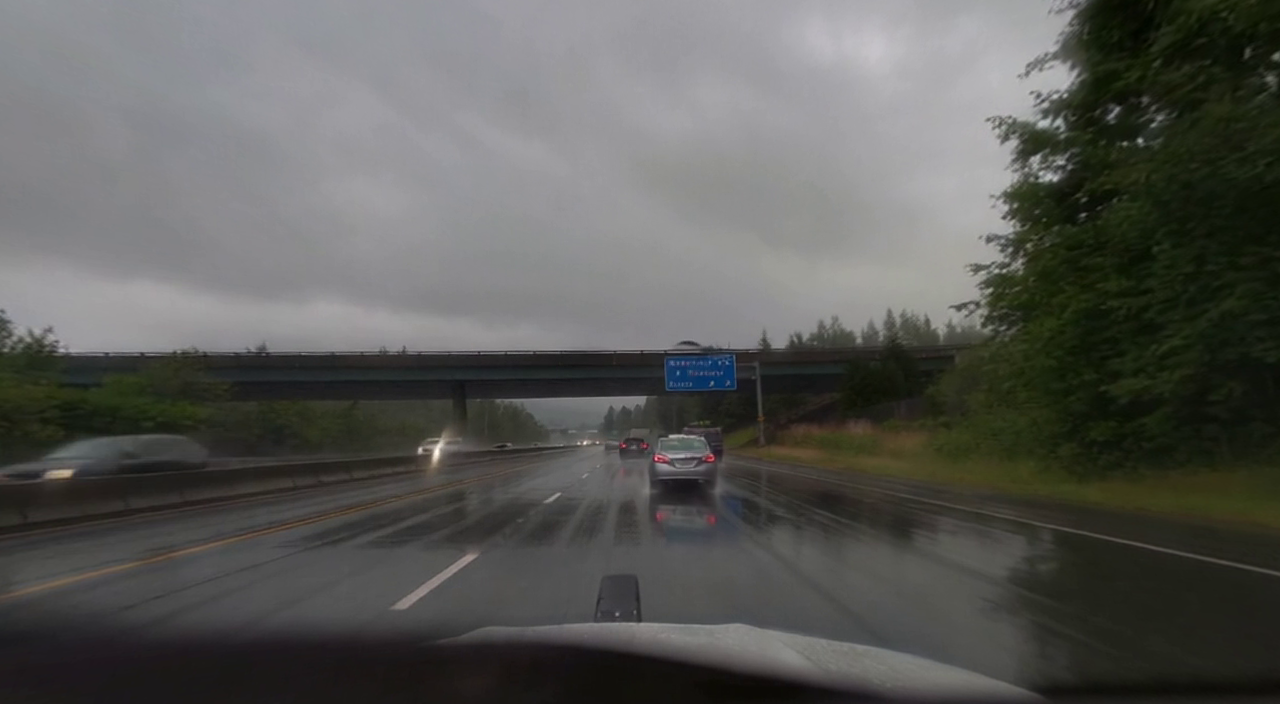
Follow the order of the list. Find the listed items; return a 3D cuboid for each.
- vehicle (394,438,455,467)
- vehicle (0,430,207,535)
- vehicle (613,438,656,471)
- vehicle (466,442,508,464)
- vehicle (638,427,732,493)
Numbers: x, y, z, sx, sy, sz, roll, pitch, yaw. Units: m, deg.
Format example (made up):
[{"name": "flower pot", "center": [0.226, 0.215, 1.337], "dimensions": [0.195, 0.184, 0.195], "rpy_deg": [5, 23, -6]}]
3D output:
[{"name": "vehicle", "center": [-15.399, 7.190, 45.370], "dimensions": [2.454, 1.868, 5.753], "rpy_deg": [-1, -8, 0]}, {"name": "vehicle", "center": [-11.047, 2.441, 12.371], "dimensions": [2.012, 1.680, 4.360], "rpy_deg": [-1, -8, -1]}, {"name": "vehicle", "center": [-0.280, 4.926, 30.585], "dimensions": [1.968, 1.482, 3.586], "rpy_deg": [0, -8, -1]}, {"name": "vehicle", "center": [-11.601, 7.618, 47.916], "dimensions": [2.044, 1.502, 4.700], "rpy_deg": [-2, -8, 0]}, {"name": "vehicle", "center": [1.147, 3.032, 18.092], "dimensions": [2.092, 1.636, 4.024], "rpy_deg": [0, -8, -5]}]
